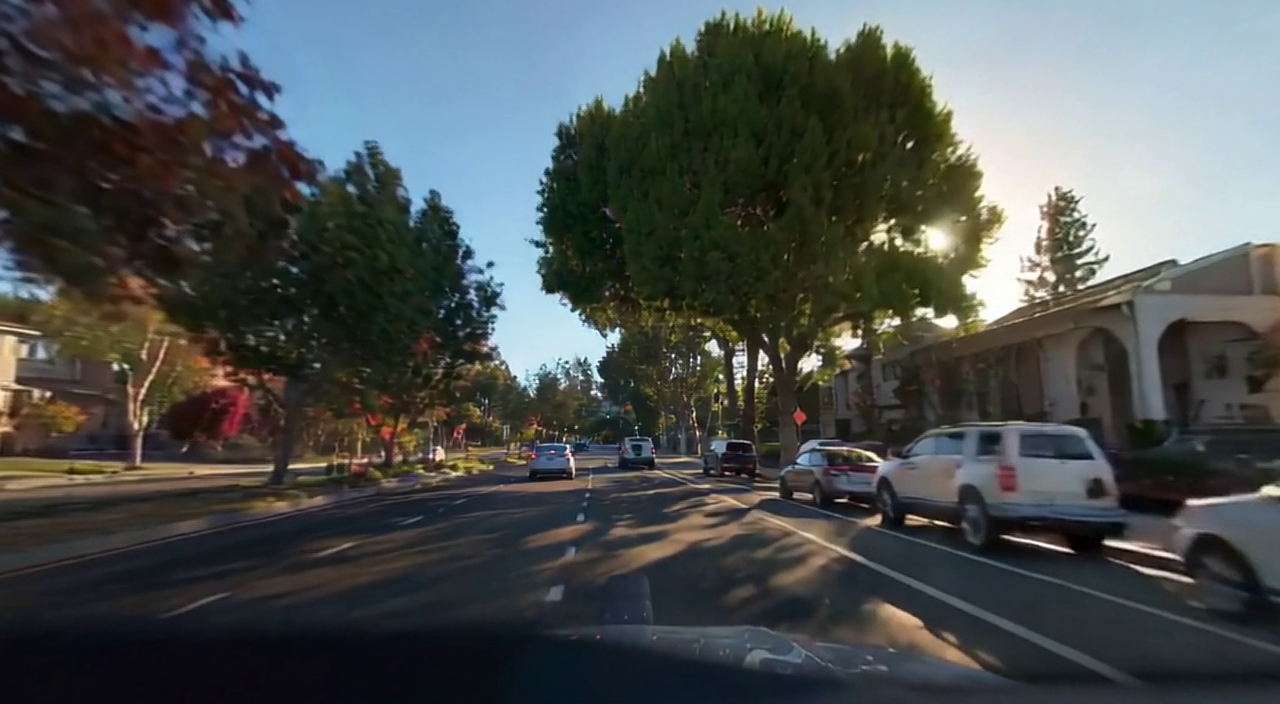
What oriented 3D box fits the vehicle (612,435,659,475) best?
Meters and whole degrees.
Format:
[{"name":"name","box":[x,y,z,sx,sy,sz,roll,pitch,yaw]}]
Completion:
[{"name":"vehicle","box":[-0.312,5.005,30.861,2.073,1.822,4.276,0,-8,-3]}]

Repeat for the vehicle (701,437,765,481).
[{"name":"vehicle","box":[4.157,4.889,29.067,1.980,1.805,4.724,1,-9,-3]}]

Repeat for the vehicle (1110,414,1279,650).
[{"name":"vehicle","box":[5.340,1.162,3.507,1.822,1.595,4.583,4,-9,-2]}]

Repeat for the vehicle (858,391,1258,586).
[{"name":"vehicle","box":[5.100,1.731,8.845,2.177,1.966,4.707,0,-8,-3]}]

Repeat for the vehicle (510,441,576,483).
[{"name":"vehicle","box":[-3.685,4.246,24.671,2.140,1.474,4.026,0,-8,-3]}]
